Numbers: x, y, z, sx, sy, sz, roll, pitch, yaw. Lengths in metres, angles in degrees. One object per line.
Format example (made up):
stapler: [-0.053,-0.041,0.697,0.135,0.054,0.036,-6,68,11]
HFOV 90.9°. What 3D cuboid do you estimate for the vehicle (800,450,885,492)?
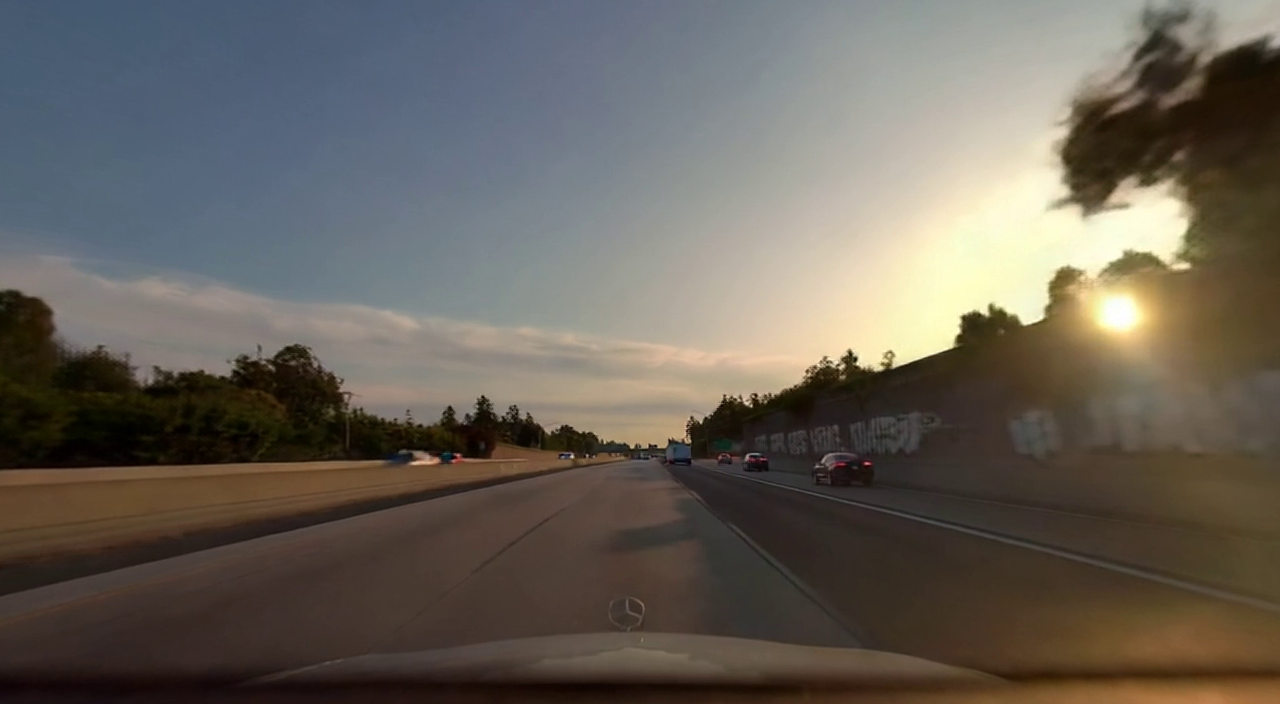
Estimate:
vehicle: [7.945,4.696,25.240,1.907,1.495,4.517,0,-9,0]

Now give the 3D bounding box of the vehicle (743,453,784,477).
vehicle: [8.268,7.586,42.604,1.842,1.475,4.479,0,-9,0]

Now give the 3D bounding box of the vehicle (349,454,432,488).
vehicle: [-11.747,5.603,30.013,2.024,1.459,4.497,0,-9,1]
